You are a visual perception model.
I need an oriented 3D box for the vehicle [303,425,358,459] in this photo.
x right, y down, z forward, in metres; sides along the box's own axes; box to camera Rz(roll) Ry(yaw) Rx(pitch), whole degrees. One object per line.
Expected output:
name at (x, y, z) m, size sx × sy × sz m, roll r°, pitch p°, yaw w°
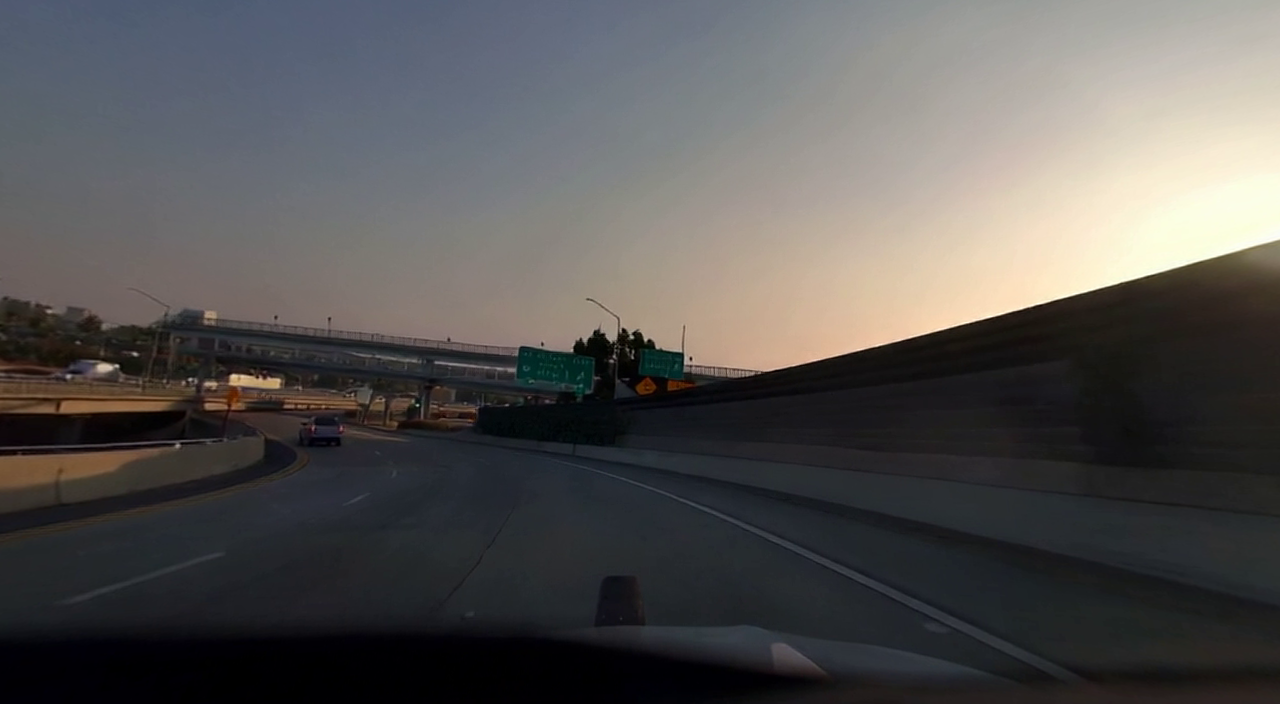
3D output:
vehicle at (-15.714, 4.557, 31.814) m, size 2.234 × 1.588 × 4.484 m, roll 5°, pitch -10°, yaw -27°
